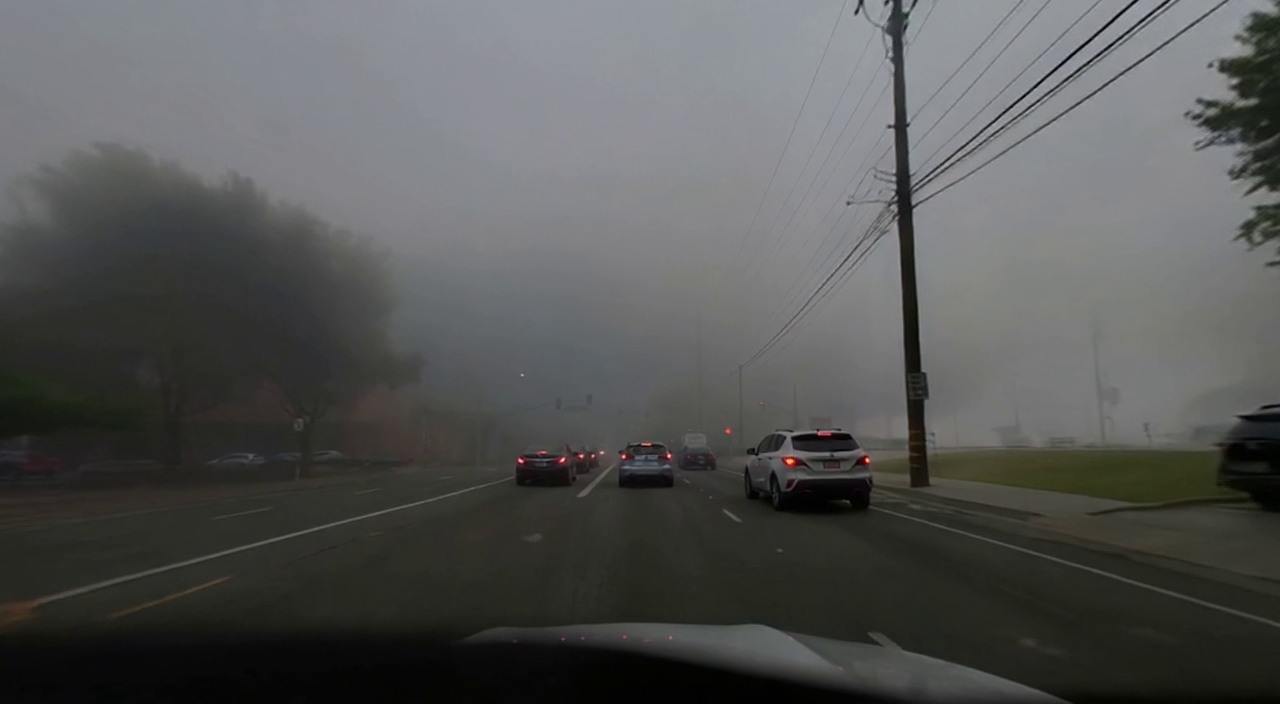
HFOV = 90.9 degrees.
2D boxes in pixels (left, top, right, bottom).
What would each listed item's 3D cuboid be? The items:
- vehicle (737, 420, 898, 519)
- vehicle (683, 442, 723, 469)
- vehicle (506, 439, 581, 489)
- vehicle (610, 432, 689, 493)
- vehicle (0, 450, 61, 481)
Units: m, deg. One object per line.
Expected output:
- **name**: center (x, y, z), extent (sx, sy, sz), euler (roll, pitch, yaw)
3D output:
- **vehicle**: center (3.474, 2.416, 13.395), extent (2.024, 1.711, 4.512), euler (0, -9, -1)
- **vehicle**: center (3.773, 6.253, 38.319), extent (1.880, 1.503, 4.130), euler (0, -9, -1)
- **vehicle**: center (-3.141, 3.726, 21.377), extent (2.104, 1.488, 4.546), euler (0, -9, -4)
- **vehicle**: center (0.242, 3.379, 19.569), extent (2.200, 1.653, 4.127), euler (0, -9, 0)
- **vehicle**: center (-37.935, 6.802, 37.914), extent (1.882, 1.753, 4.517), euler (0, -9, -1)
